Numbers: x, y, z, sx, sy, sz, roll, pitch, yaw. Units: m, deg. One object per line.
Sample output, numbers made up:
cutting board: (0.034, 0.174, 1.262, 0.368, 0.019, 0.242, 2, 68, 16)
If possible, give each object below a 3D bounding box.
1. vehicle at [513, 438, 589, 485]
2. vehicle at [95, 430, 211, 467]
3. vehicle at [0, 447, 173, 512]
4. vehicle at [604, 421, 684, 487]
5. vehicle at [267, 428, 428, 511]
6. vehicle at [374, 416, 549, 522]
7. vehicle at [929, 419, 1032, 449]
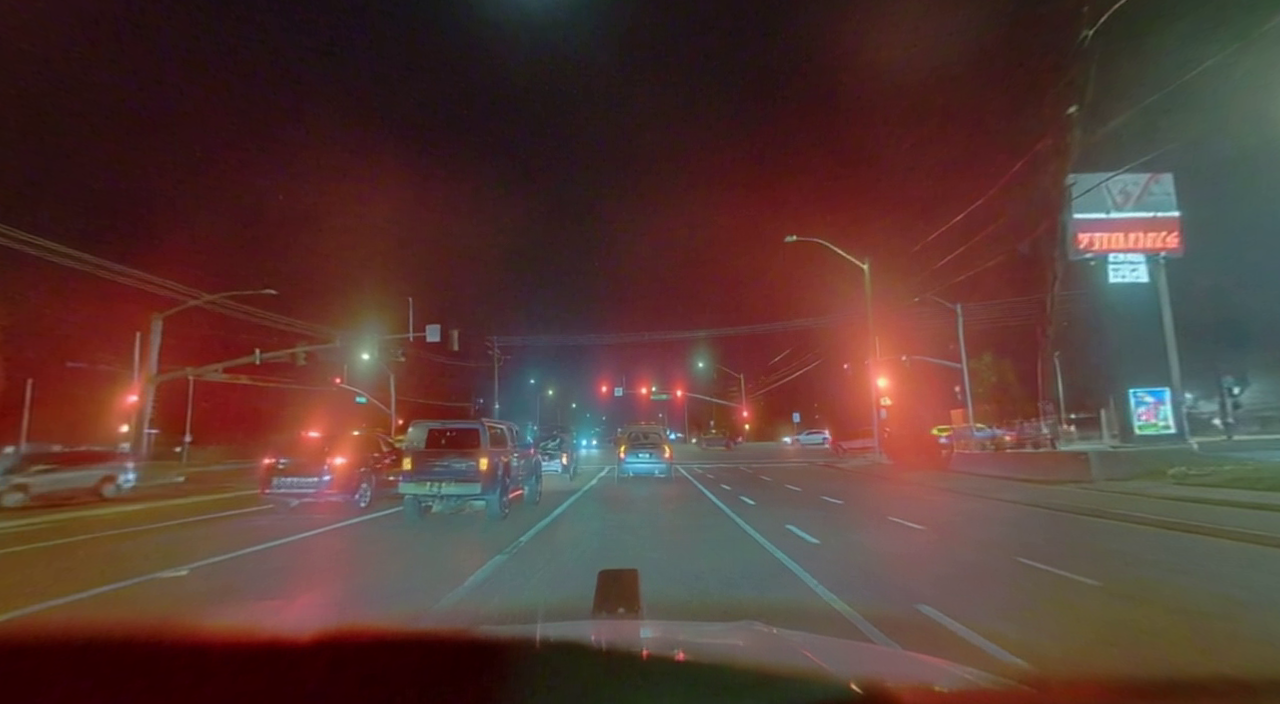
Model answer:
vehicle: (-2.881, 3.659, 21.414, 1.881, 1.424, 4.098, 0, -9, 1)
vehicle: (-37.578, 7.462, 48.888, 6.971, 2.685, 2.340, 0, -9, 1)
vehicle: (-17.424, 3.686, 19.017, 2.299, 1.616, 5.765, 0, -9, 0)
vehicle: (0.126, 3.221, 20.154, 2.224, 1.819, 5.005, 0, -8, 1)
vehicle: (-6.361, 2.578, 14.259, 1.790, 1.605, 3.696, 0, -9, 1)
vehicle: (-3.245, 2.243, 12.555, 2.096, 1.718, 4.266, 0, -9, 2)
vehicle: (23.718, 5.775, 44.221, 5.782, 1.950, 2.225, -1, -9, 8)
